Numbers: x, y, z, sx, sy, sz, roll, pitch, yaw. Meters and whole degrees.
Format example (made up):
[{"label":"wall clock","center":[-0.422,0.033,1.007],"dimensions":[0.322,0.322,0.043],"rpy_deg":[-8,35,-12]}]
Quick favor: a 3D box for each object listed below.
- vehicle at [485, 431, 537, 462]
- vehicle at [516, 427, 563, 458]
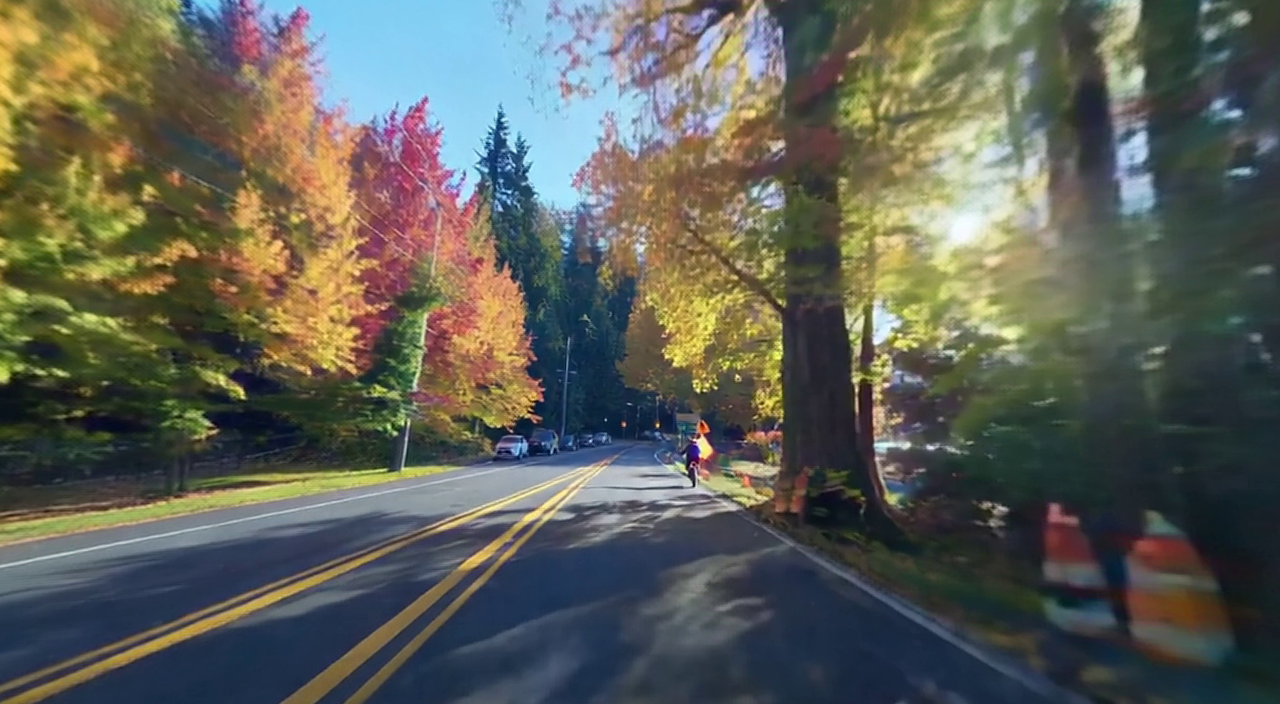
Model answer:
[{"label":"vehicle","center":[-7.950,5.835,39.247],"dimensions":[1.991,1.759,4.443],"rpy_deg":[-3,-8,4]},{"label":"vehicle","center":[-7.385,6.743,47.085],"dimensions":[2.312,2.075,5.748],"rpy_deg":[-3,-9,2]}]
